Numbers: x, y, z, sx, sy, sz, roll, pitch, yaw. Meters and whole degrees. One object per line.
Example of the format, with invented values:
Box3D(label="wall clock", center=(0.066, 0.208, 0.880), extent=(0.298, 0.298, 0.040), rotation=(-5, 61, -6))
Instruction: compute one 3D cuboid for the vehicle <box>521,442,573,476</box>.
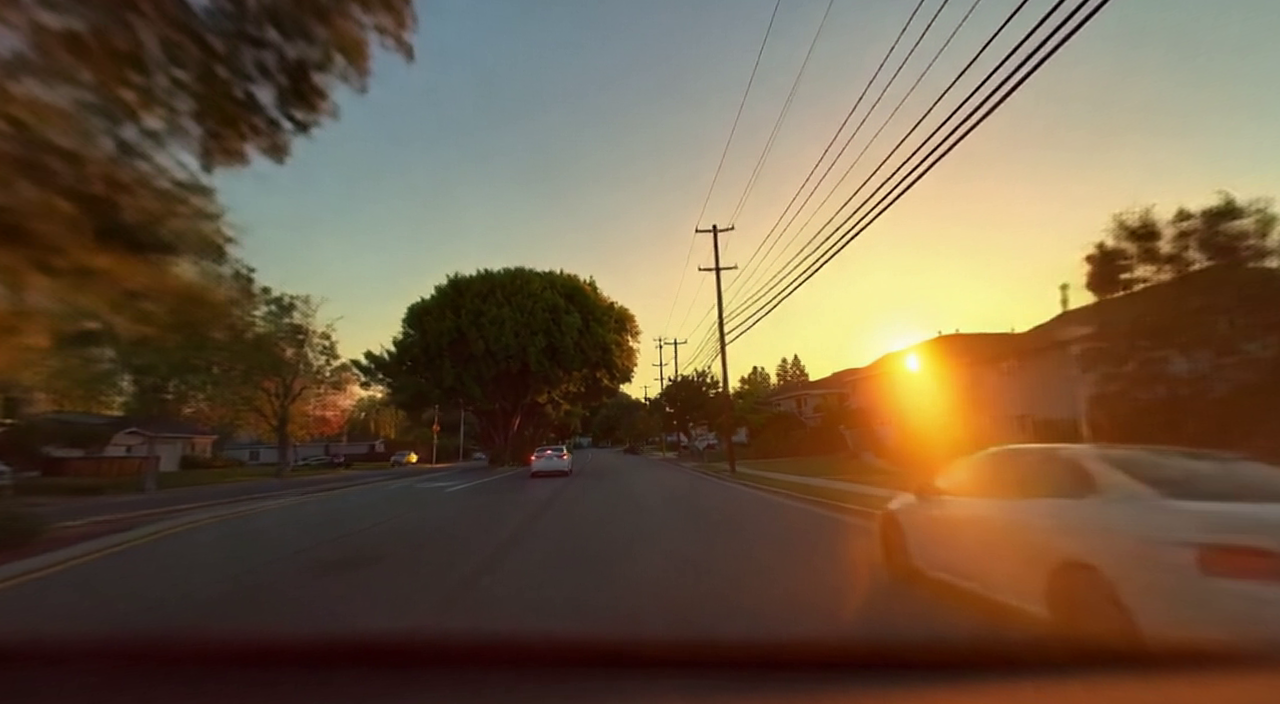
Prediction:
Box3D(label="vehicle", center=(-4.387, 5.074, 30.358), extent=(2.041, 1.471, 4.602), rotation=(0, -8, -3))

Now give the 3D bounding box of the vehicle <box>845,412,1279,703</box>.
Box3D(label="vehicle", center=(3.365, 1.297, 4.777), extent=(2.074, 1.450, 4.621), rotation=(0, -8, 0))
